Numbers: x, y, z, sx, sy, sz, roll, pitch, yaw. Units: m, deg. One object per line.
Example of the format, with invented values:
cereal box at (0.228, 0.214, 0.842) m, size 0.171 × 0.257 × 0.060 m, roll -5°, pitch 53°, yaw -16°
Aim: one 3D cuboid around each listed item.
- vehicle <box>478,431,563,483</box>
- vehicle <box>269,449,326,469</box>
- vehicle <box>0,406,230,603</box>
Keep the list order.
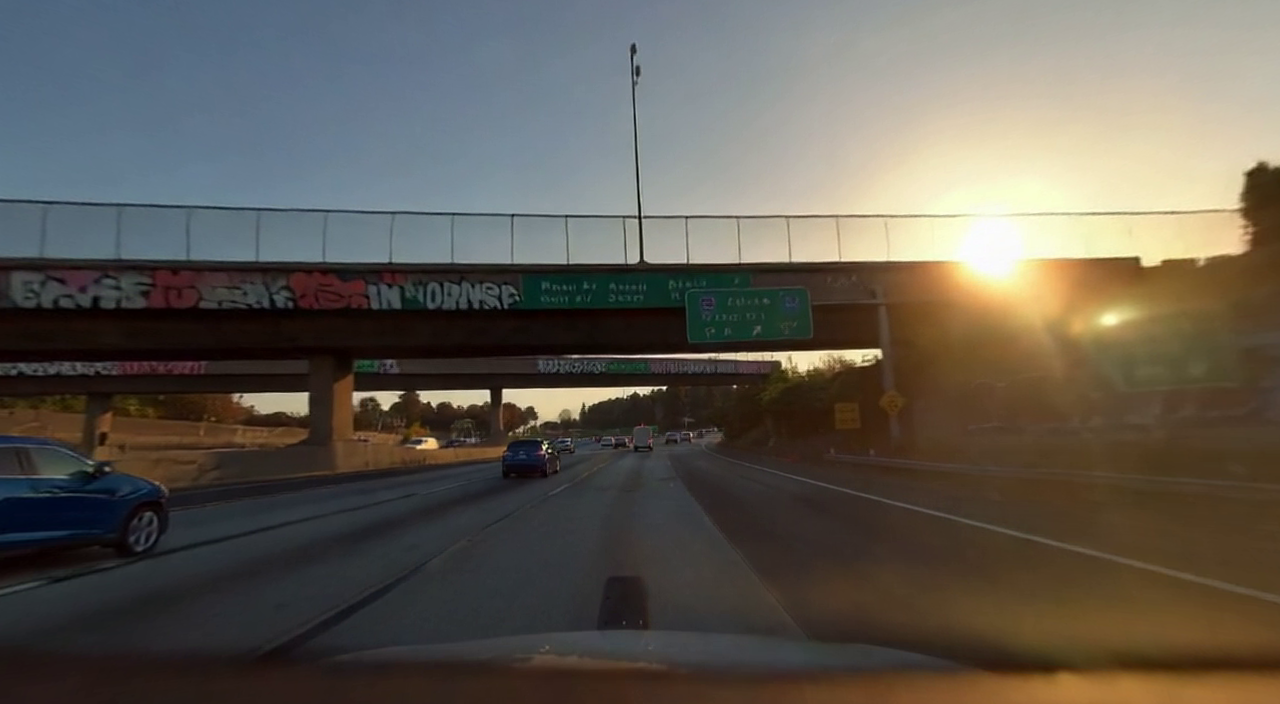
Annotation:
vehicle at (-4.147, 3.740, 22.661) m, size 2.154 × 1.693 × 4.394 m, roll 0°, pitch -8°, yaw 1°
vehicle at (-25.444, 7.934, 46.747) m, size 1.799 × 1.406 × 4.243 m, roll 0°, pitch -8°, yaw 1°
vehicle at (-6.372, 1.413, 6.210) m, size 1.969 × 1.633 × 3.962 m, roll 0°, pitch -8°, yaw -1°
